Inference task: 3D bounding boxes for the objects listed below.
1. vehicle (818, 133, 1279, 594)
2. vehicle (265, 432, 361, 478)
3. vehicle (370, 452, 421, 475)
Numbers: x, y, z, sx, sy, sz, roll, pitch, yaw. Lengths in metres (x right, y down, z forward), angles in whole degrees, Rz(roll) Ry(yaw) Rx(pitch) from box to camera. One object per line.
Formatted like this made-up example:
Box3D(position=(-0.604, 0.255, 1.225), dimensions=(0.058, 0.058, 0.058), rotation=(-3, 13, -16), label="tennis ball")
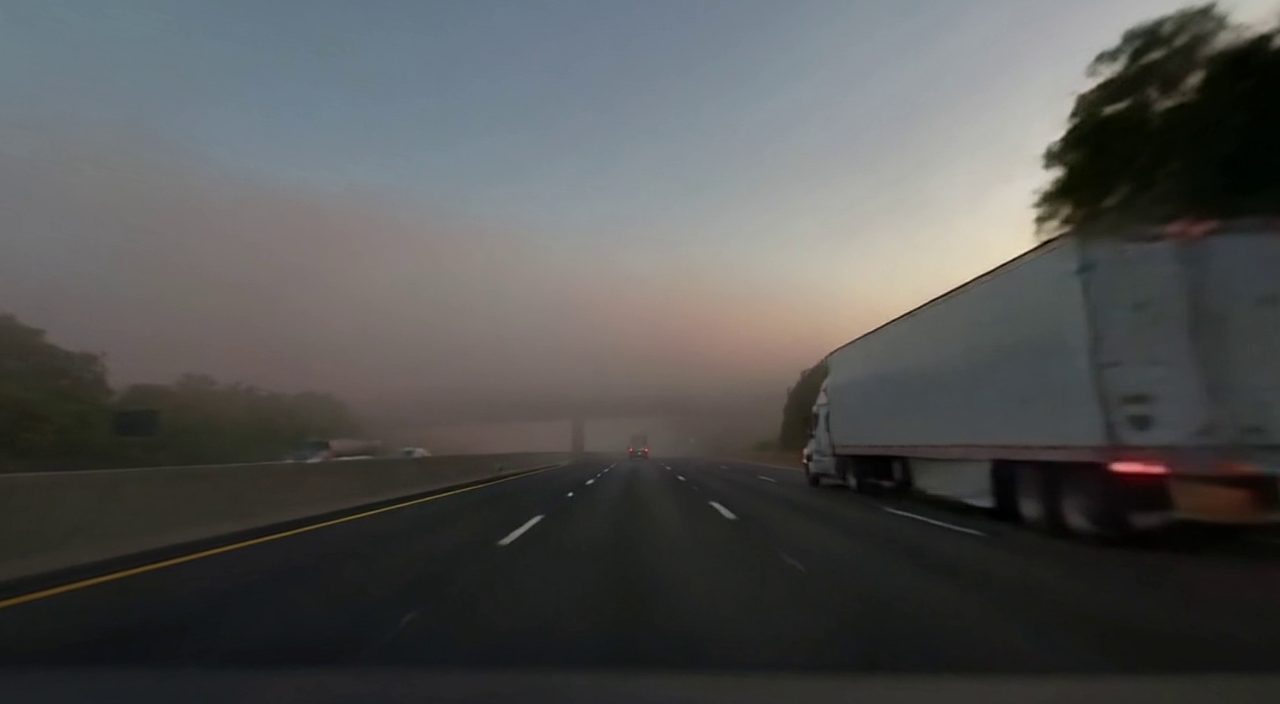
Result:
Box3D(position=(7.164, 1.167, 12.722), dimensions=(2.937, 4.105, 14.800), rotation=(0, -9, 1), label="vehicle")
Box3D(position=(-21.181, 6.733, 41.408), dimensions=(2.287, 2.687, 7.408), rotation=(0, -9, 0), label="vehicle")
Box3D(position=(-16.727, 7.611, 43.380), dimensions=(1.789, 1.473, 4.215), rotation=(0, -9, 0), label="vehicle")
